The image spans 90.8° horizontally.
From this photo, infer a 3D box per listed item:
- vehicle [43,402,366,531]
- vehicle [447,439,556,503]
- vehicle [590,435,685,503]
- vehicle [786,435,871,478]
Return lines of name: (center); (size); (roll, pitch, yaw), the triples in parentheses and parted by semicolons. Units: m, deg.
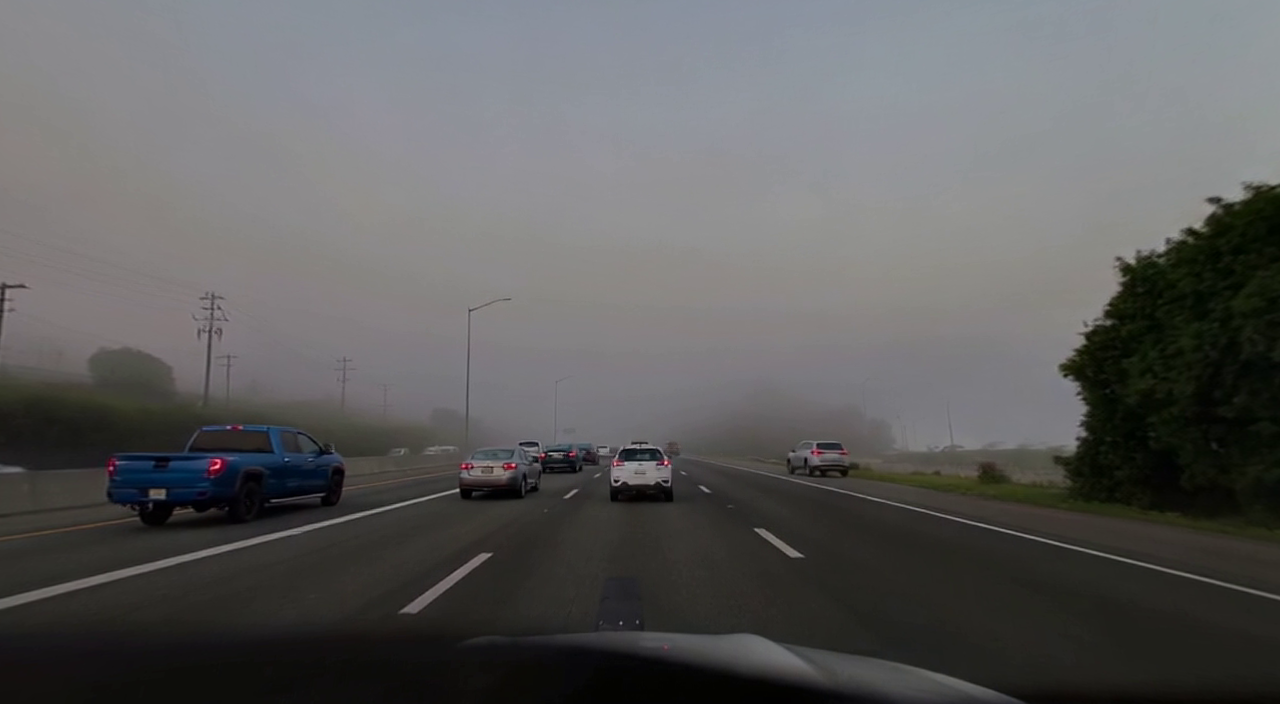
vehicle: (-7.817, 2.151, 12.400); (2.194, 1.922, 5.637); (0, -8, 2)
vehicle: (-3.455, 3.046, 16.636); (1.899, 1.437, 4.131); (0, -8, 1)
vehicle: (-0.085, 2.951, 16.374); (2.102, 1.499, 4.439); (0, -8, -1)
vehicle: (8.139, 4.570, 27.808); (2.205, 1.701, 4.601); (0, -8, -1)
